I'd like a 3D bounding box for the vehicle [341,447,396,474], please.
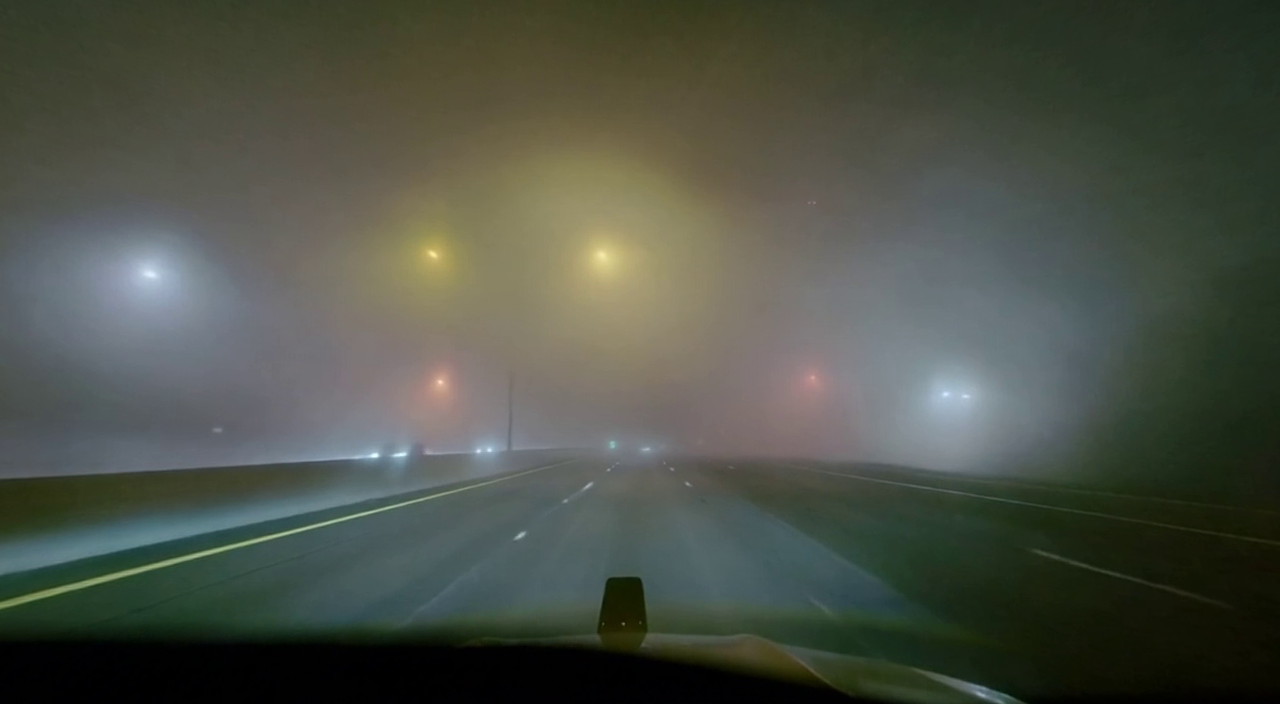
[{"bbox_3d":[-14.560,5.815,33.984,1.450,1.342,3.292,0,-8,1],"label":"vehicle"}]
